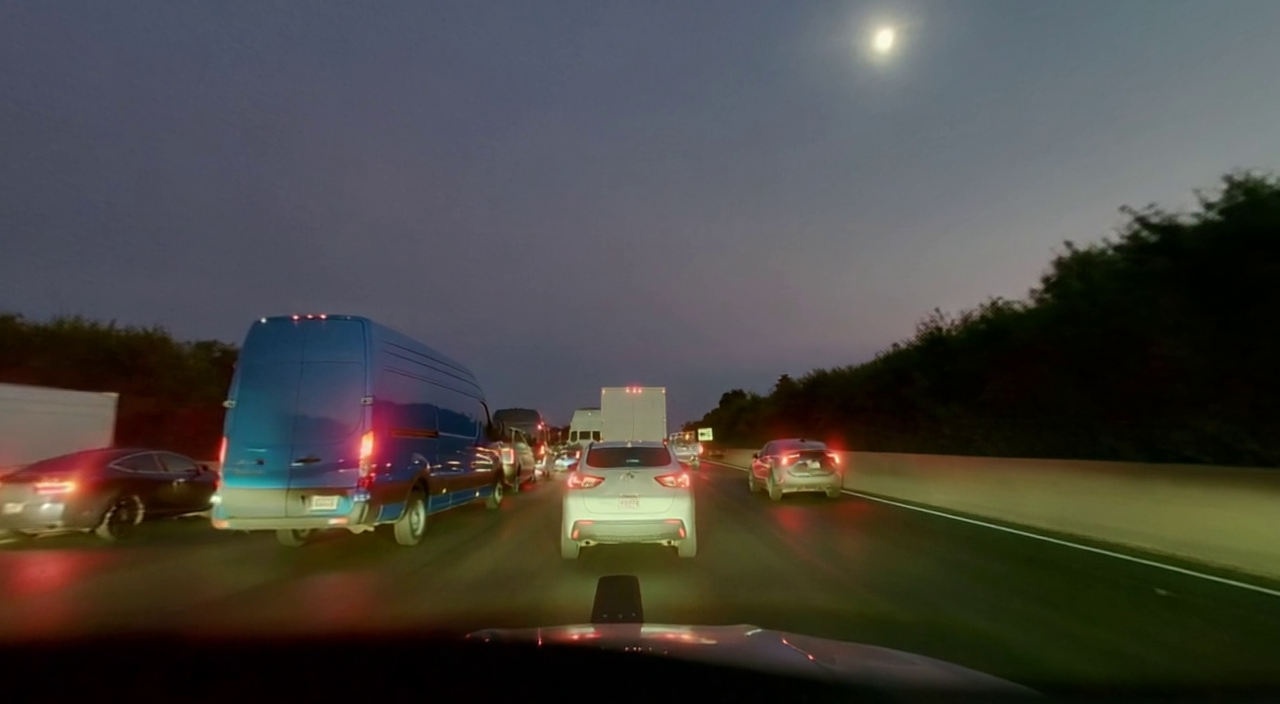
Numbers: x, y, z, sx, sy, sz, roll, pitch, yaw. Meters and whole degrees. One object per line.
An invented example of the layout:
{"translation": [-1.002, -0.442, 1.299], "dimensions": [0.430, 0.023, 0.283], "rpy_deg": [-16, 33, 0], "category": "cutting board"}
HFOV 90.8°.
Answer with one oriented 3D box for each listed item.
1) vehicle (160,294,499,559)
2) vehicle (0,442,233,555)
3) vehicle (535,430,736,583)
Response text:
{"translation": [-4.077, 1.277, 10.215], "dimensions": [2.254, 2.879, 6.656], "rpy_deg": [0, -9, -2], "category": "vehicle"}
{"translation": [-8.880, 2.246, 10.328], "dimensions": [1.797, 1.466, 3.924], "rpy_deg": [0, -9, 0], "category": "vehicle"}
{"translation": [-0.077, 1.809, 8.061], "dimensions": [1.995, 1.495, 3.380], "rpy_deg": [0, -9, -1], "category": "vehicle"}
